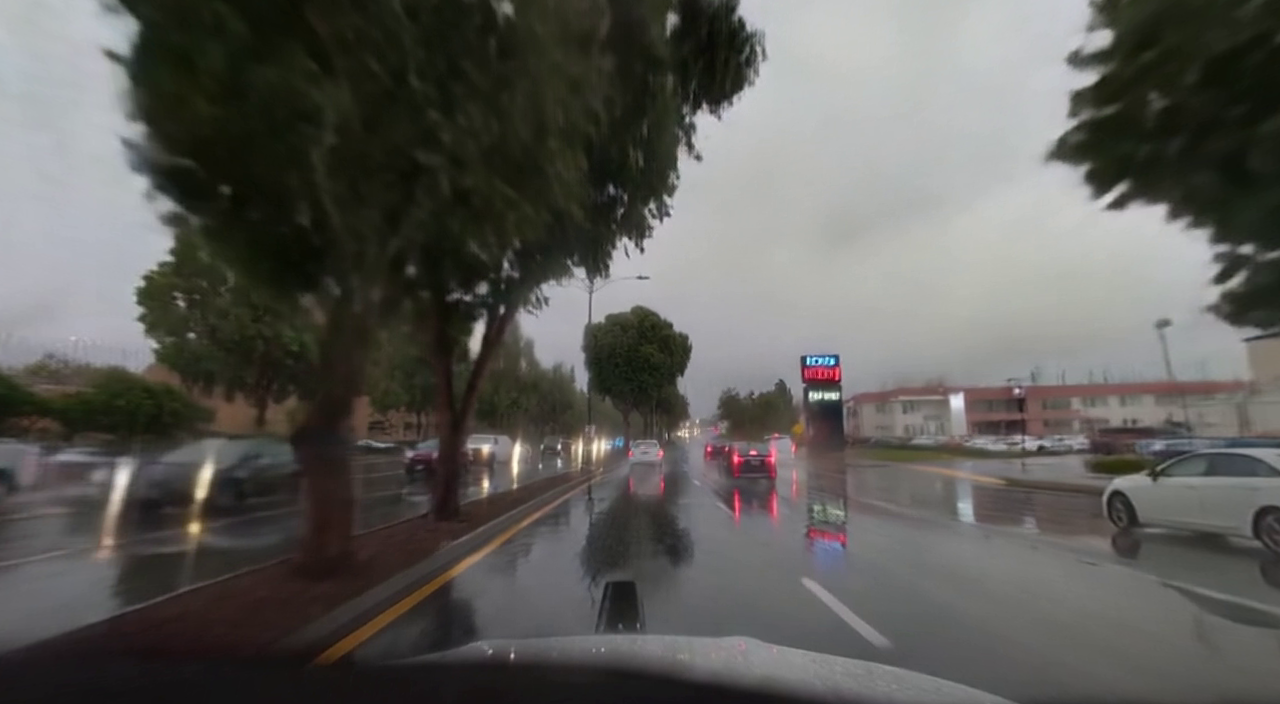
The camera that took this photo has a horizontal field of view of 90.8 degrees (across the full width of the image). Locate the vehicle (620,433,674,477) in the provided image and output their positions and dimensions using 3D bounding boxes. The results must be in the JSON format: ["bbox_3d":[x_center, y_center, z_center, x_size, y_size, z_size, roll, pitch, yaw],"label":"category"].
[{"bbox_3d":[0.347,4.305,26.739,2.101,1.694,3.979,0,-8,2],"label":"vehicle"}]

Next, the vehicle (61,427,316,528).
[{"bbox_3d":[-8.820,2.419,12.972,1.953,1.647,4.401,-2,-8,1],"label":"vehicle"}]

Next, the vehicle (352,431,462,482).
[{"bbox_3d":[-8.597,3.909,23.886,2.183,1.706,4.862,0,-8,2],"label":"vehicle"}]

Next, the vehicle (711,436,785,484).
[{"bbox_3d":[3.639,3.707,21.967,1.852,1.498,3.825,0,-8,0],"label":"vehicle"}]

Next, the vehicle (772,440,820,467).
[{"bbox_3d":[9.298,6.074,38.096,1.860,1.475,4.488,0,-8,1],"label":"vehicle"}]

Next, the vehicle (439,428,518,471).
[{"bbox_3d":[-8.173,4.999,32.597,2.460,1.970,5.271,0,-8,2],"label":"vehicle"}]

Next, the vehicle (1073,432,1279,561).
[{"bbox_3d":[8.212,1.790,8.195,1.909,1.456,4.569,0,-8,0],"label":"vehicle"}]
